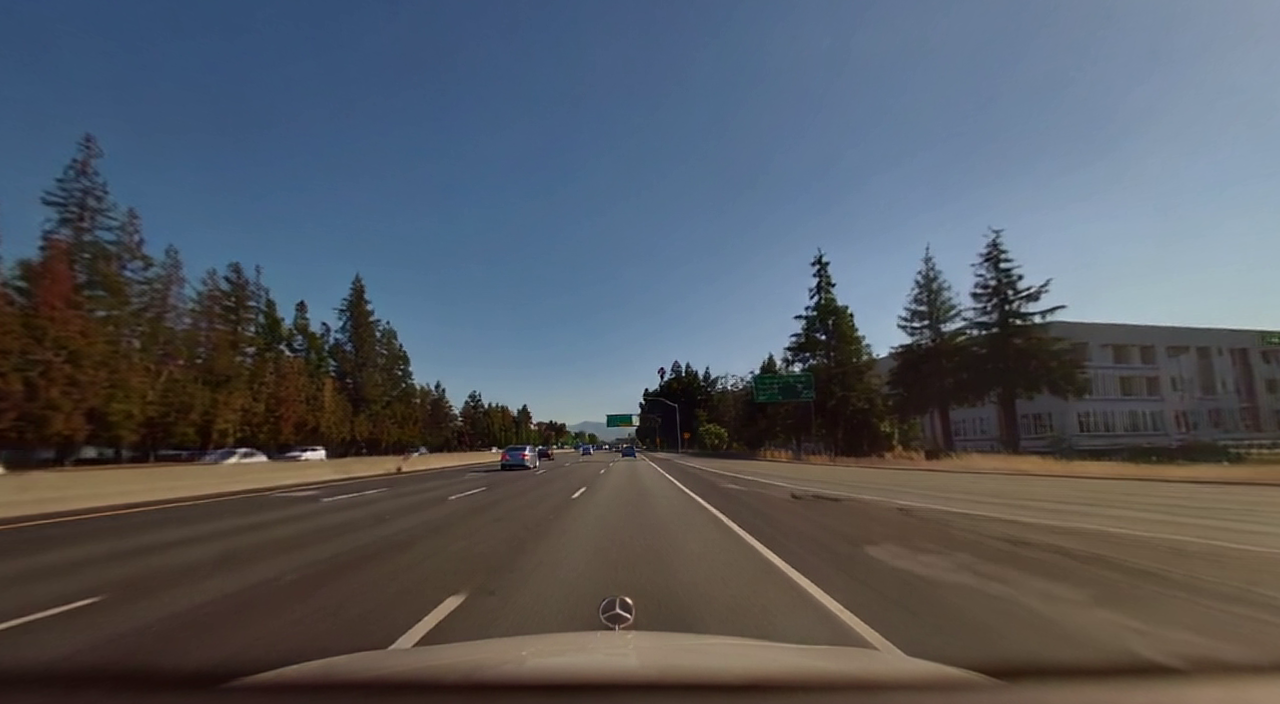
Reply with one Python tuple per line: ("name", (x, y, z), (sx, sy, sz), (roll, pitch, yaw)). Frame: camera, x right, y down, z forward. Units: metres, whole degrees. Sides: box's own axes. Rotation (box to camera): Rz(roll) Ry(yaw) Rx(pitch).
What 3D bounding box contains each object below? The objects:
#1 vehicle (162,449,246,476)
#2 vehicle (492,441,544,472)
("vehicle", (-25.907, 6.565, 37.740), (1.875, 1.469, 4.459), (0, -9, 0))
("vehicle", (-6.911, 5.991, 36.391), (2.016, 1.606, 4.806), (0, -9, 0))
